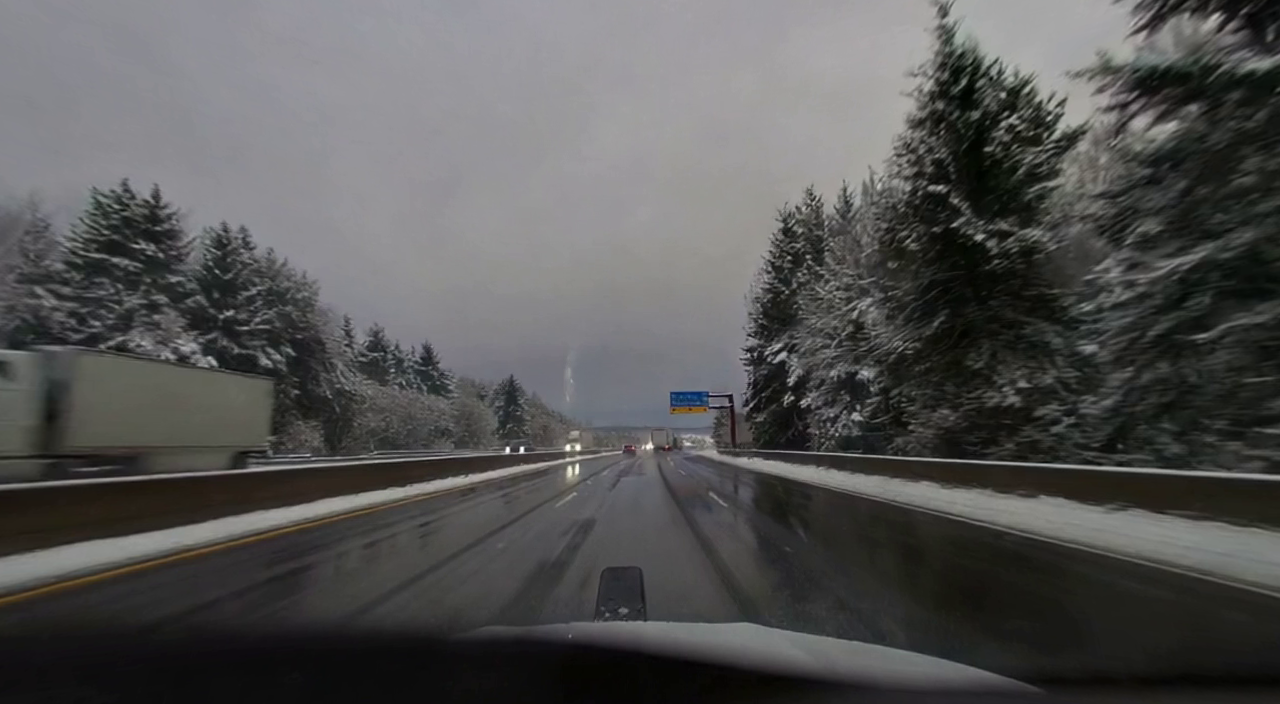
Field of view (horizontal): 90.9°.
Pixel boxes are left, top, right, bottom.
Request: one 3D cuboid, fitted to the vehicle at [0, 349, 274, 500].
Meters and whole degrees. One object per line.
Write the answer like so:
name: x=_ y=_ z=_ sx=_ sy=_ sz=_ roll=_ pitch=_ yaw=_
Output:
vehicle: x=-16.168 y=2.547 z=20.967 sx=2.885 sy=4.010 sz=8.234 roll=0 pitch=-9 yaw=0
